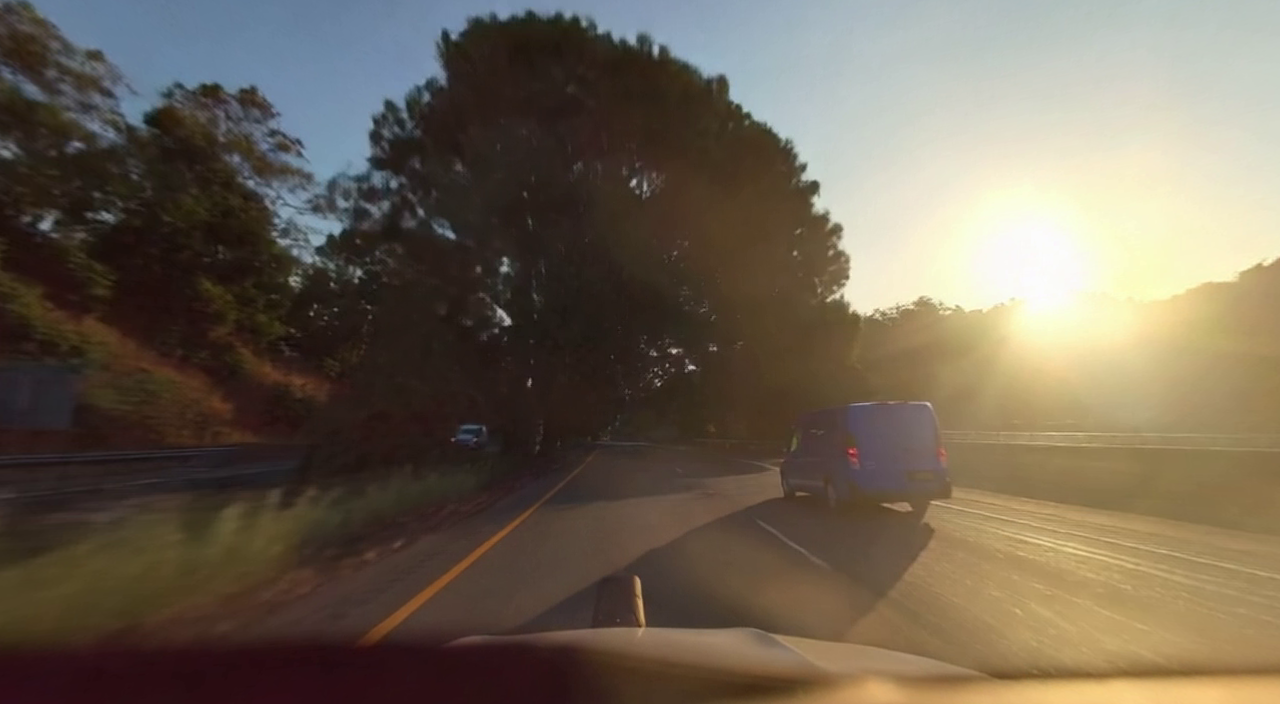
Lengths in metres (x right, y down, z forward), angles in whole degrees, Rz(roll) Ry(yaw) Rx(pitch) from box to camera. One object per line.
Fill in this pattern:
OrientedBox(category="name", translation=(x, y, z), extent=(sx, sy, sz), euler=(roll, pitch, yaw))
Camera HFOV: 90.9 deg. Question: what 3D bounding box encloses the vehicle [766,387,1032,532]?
OrientedBox(category="vehicle", translation=(3.701, 1.638, 10.208), extent=(2.240, 1.801, 4.545), euler=(0, -8, -2))
